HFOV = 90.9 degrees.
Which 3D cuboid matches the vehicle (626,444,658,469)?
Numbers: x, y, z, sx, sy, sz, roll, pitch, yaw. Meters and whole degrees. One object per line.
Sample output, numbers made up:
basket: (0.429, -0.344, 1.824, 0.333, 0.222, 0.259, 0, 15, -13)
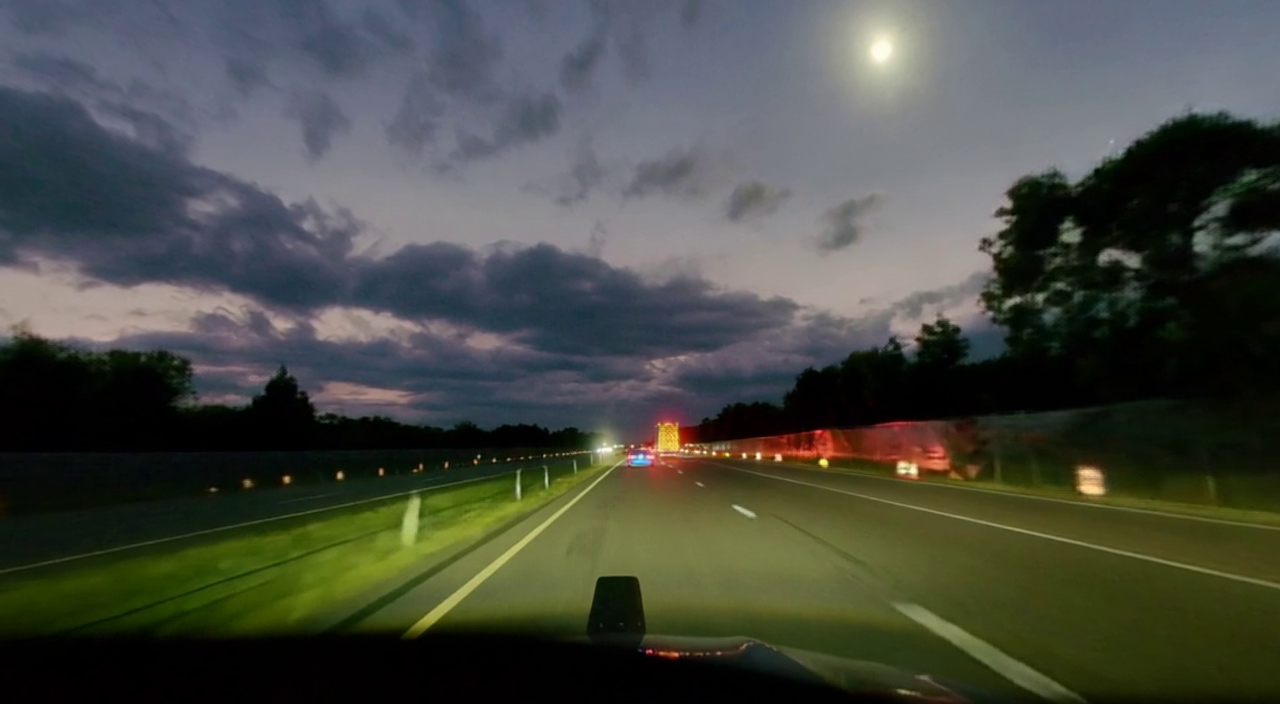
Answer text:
vehicle: (0.136, 7.058, 42.571, 2.065, 1.573, 3.734, 0, -9, 0)
